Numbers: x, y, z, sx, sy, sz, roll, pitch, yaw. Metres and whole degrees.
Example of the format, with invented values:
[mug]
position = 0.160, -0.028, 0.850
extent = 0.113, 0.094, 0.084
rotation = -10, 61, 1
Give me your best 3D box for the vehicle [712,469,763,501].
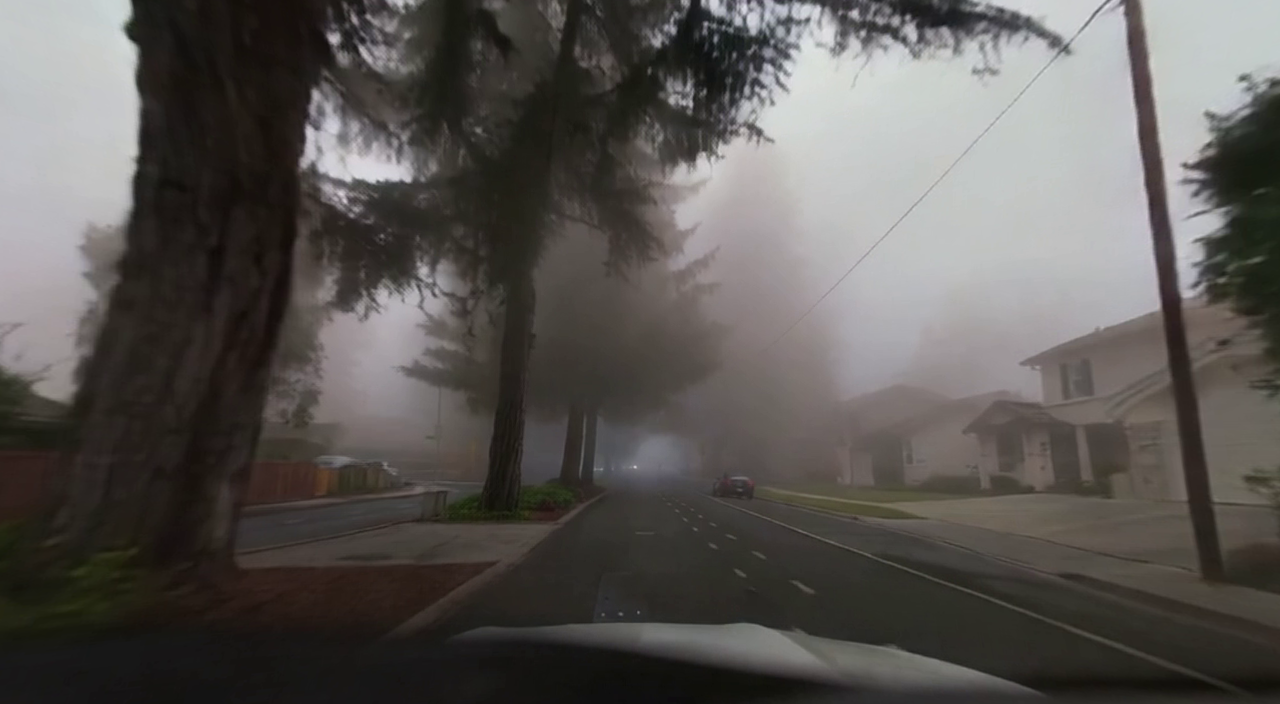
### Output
[vehicle]
position = 5.048, 6.951, 33.277
extent = 1.904, 1.475, 4.386
rotation = 0, -9, -1
